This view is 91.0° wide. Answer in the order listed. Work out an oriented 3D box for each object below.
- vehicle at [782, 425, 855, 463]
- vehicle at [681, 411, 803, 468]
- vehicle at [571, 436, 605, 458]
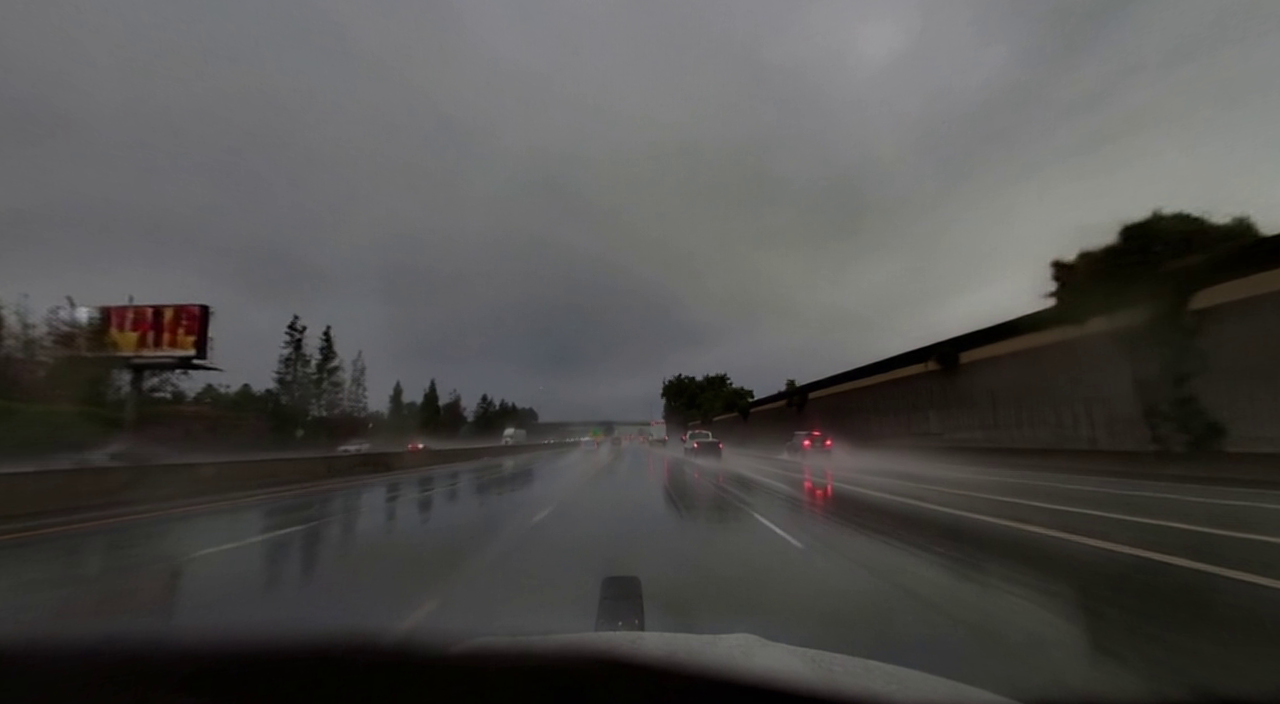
[{"bbox_3d":[9.539,5.020,34.186,2.184,1.873,5.466,0,-8,-2],"label":"vehicle"},{"bbox_3d":[4.100,4.165,29.488,3.042,2.004,14.051,0,-8,-2],"label":"vehicle"},{"bbox_3d":[-3.708,6.828,45.412,2.066,1.500,4.415,0,-8,0],"label":"vehicle"}]
